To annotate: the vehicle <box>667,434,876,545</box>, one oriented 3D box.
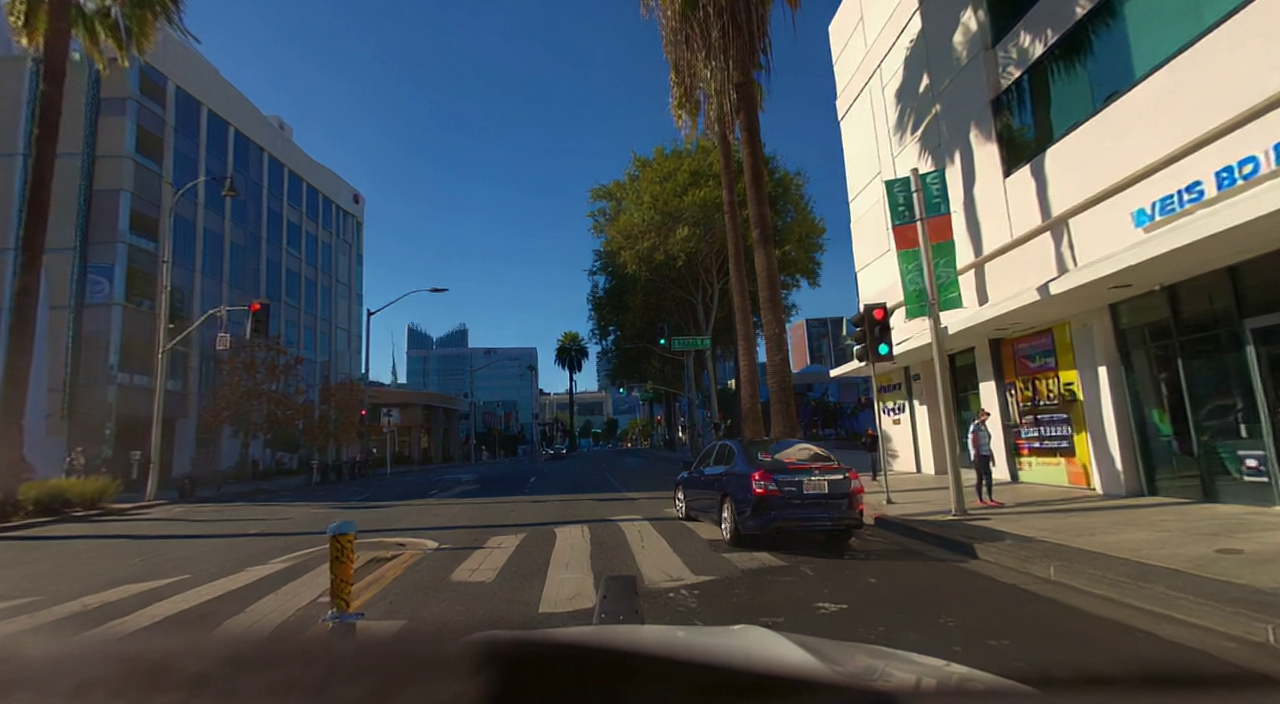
[{"bbox_3d":[1.898,2.200,10.936,2.090,1.466,4.676,1,-8,-7],"label":"vehicle"}]
